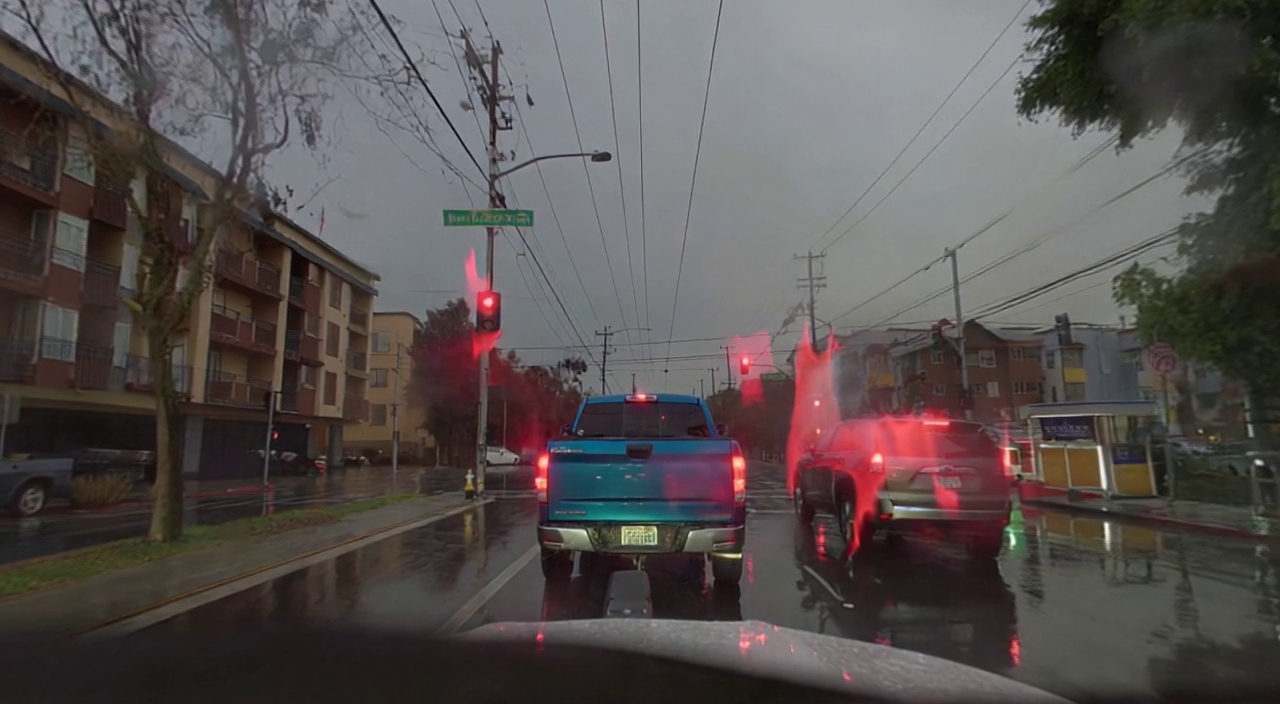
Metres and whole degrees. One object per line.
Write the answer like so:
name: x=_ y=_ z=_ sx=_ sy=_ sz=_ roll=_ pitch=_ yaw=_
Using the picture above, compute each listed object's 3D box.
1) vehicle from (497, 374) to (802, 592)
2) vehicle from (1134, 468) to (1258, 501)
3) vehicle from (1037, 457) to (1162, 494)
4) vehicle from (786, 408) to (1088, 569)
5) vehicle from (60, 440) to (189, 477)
vehicle: x=0.110 y=1.552 z=8.301 sx=2.738 sy=1.959 sz=5.070 roll=0 pitch=-8 yaw=1
vehicle: x=26.369 y=6.280 z=29.990 sx=4.071 sy=1.388 sz=1.884 roll=0 pitch=-8 yaw=1
vehicle: x=21.892 y=5.875 z=30.154 sx=4.498 sy=1.618 sz=1.843 roll=0 pitch=-8 yaw=0
vehicle: x=3.840 y=1.860 z=9.399 sx=2.131 sy=1.759 sz=4.762 roll=0 pitch=-8 yaw=-1
vehicle: x=-24.848 y=5.140 z=30.468 sx=4.563 sy=1.692 sz=1.778 roll=0 pitch=-8 yaw=-1
